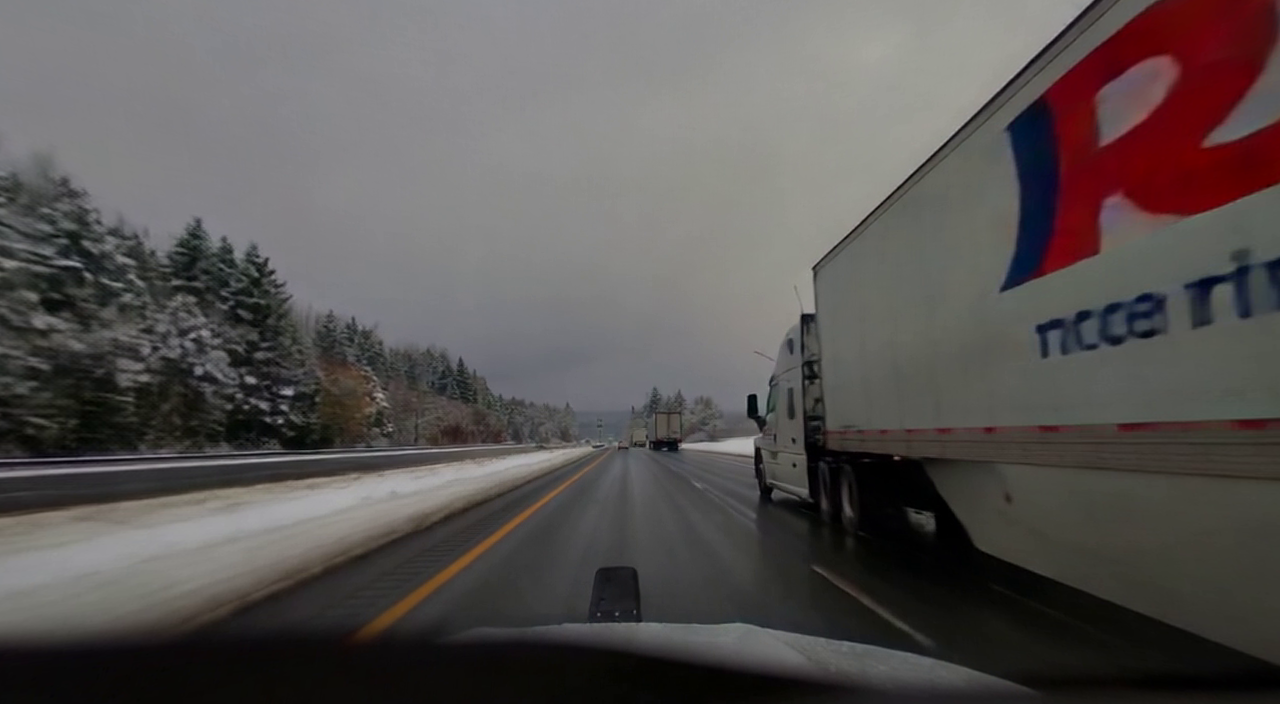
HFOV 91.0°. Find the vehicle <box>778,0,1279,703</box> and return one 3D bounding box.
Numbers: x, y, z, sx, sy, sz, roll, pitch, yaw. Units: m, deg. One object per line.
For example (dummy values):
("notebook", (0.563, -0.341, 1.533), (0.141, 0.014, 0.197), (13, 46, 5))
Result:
("vehicle", (4.246, -0.057, 4.926), (2.871, 4.072, 14.183), (0, -8, -1))
